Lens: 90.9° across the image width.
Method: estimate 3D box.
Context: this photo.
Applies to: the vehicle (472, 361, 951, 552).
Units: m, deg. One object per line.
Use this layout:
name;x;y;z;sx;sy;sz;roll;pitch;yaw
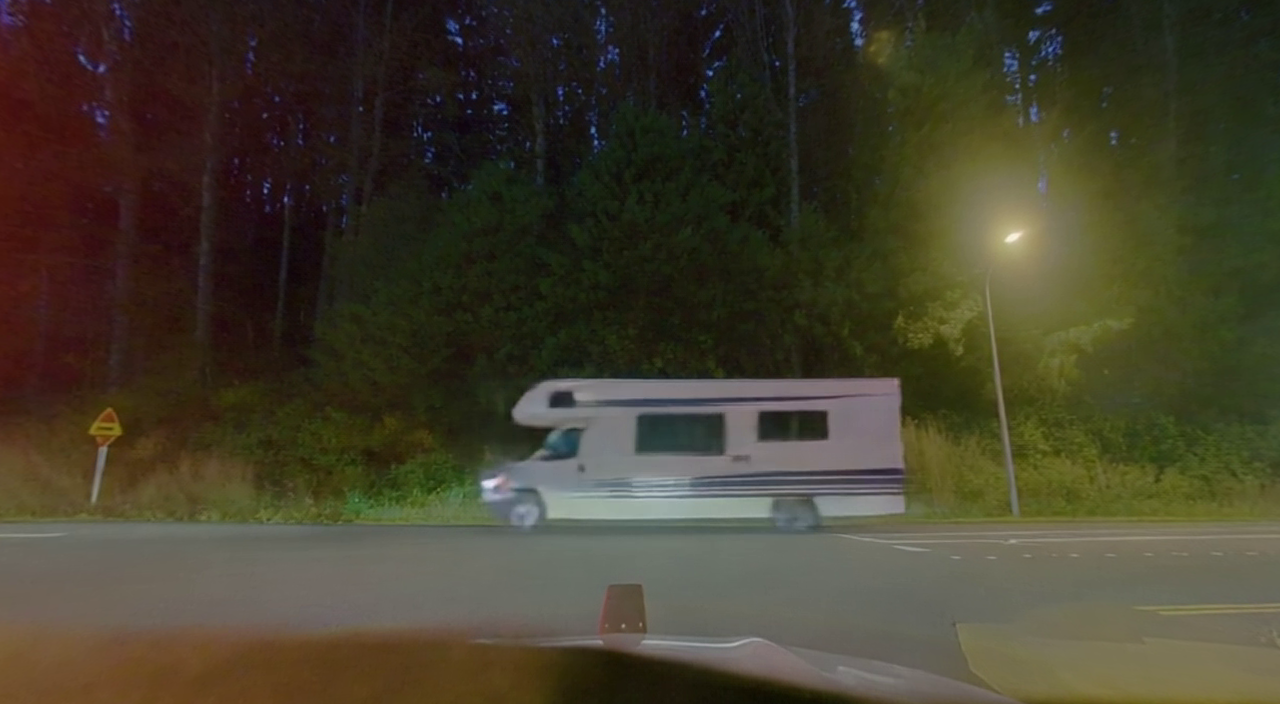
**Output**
vehicle;1.217;1.983;12.246;8.152;3.185;2.776;0;-9;-3
